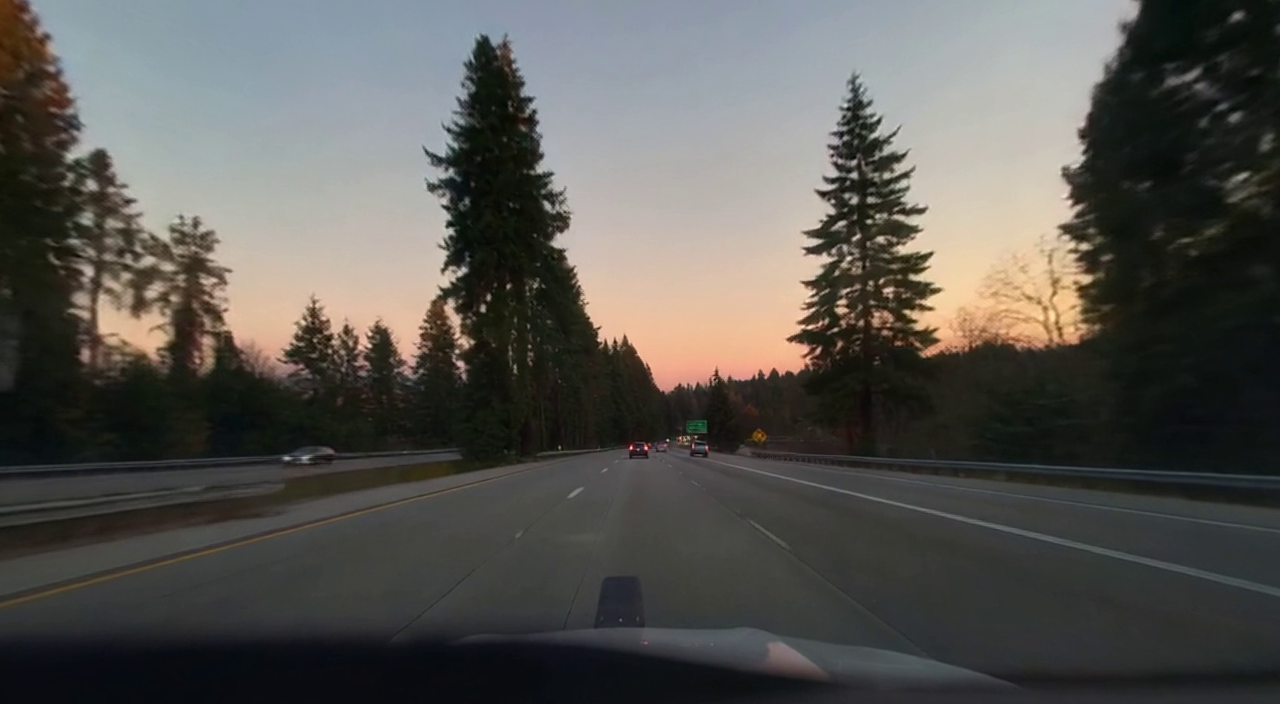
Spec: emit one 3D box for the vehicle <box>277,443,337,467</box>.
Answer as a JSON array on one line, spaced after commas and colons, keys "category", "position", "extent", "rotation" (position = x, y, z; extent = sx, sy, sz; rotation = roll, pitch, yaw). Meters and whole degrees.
[{"category": "vehicle", "position": [-25.312, 7.832, 48.185], "extent": [2.085, 1.683, 4.588], "rotation": [0, -9, 0]}]
